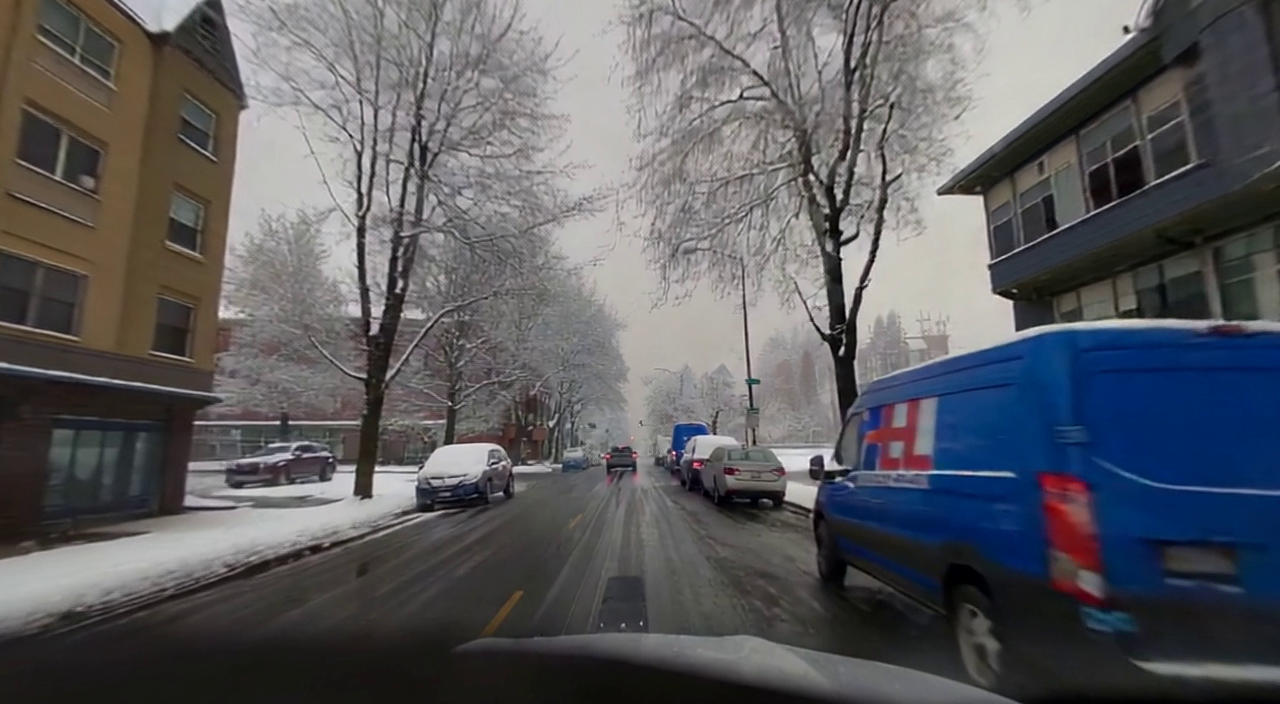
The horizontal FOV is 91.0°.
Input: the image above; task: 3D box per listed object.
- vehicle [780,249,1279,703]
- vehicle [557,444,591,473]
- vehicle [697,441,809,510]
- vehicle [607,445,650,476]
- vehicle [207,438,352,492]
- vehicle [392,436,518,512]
[{"bbox_3d":[2.684,0.977,4.455,2.303,2.049,4.719,0,-8,0],"label":"vehicle"},{"bbox_3d":[-4.701,7.619,45.326,1.951,1.662,4.046,1,-4,0],"label":"vehicle"},{"bbox_3d":[2.642,2.977,15.728,1.906,1.471,3.941,0,-8,-3],"label":"vehicle"},{"bbox_3d":[-0.618,5.598,32.735,2.095,1.510,3.605,0,-8,-1],"label":"vehicle"},{"bbox_3d":[-11.328,3.543,20.217,1.795,1.513,4.442,0,-8,3],"label":"vehicle"},{"bbox_3d":[-4.902,3.248,17.470,2.090,1.497,4.639,1,-4,0],"label":"vehicle"}]
